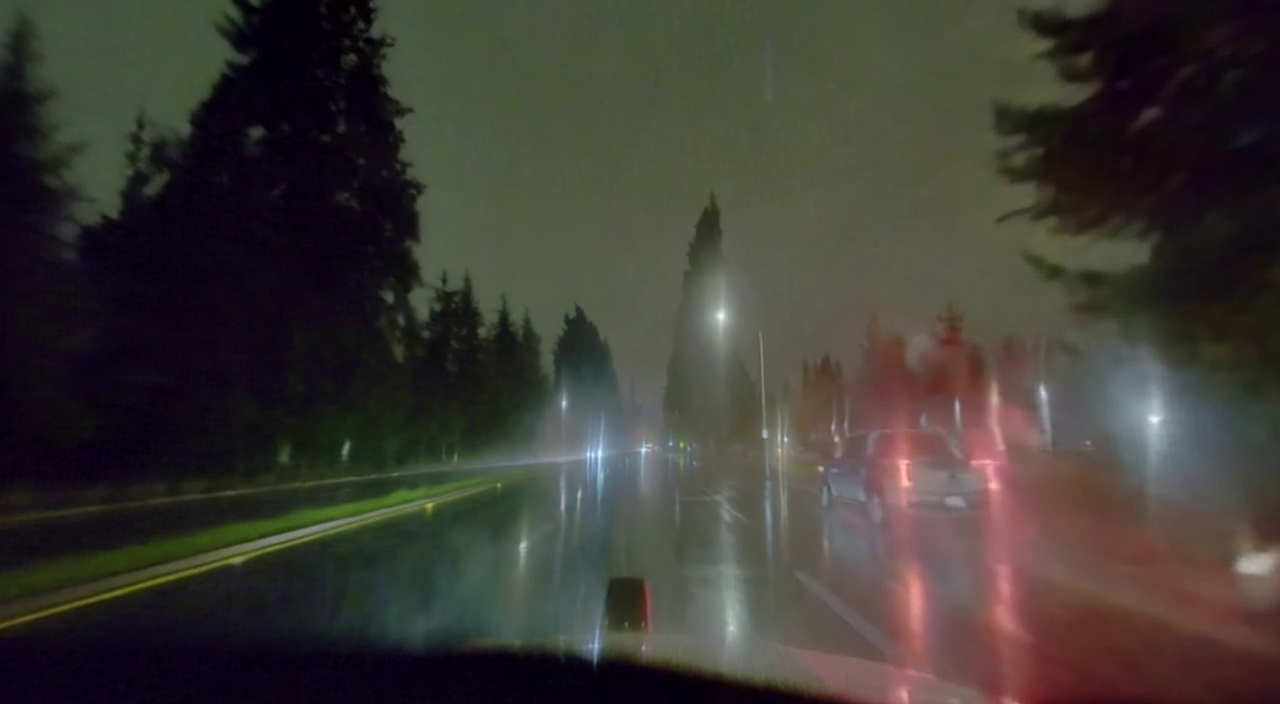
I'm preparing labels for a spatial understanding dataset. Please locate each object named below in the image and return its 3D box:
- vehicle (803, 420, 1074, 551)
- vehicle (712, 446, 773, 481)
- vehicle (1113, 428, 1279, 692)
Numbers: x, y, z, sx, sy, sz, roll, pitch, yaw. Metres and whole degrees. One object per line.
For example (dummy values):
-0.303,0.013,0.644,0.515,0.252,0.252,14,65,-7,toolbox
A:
4.625,2.152,10.886,2.205,1.728,4.855,0,-9,-1,vehicle
4.779,5.287,30.217,2.184,1.496,4.615,0,-9,0,vehicle
4.657,1.035,2.512,1.920,1.514,4.746,0,-9,1,vehicle
